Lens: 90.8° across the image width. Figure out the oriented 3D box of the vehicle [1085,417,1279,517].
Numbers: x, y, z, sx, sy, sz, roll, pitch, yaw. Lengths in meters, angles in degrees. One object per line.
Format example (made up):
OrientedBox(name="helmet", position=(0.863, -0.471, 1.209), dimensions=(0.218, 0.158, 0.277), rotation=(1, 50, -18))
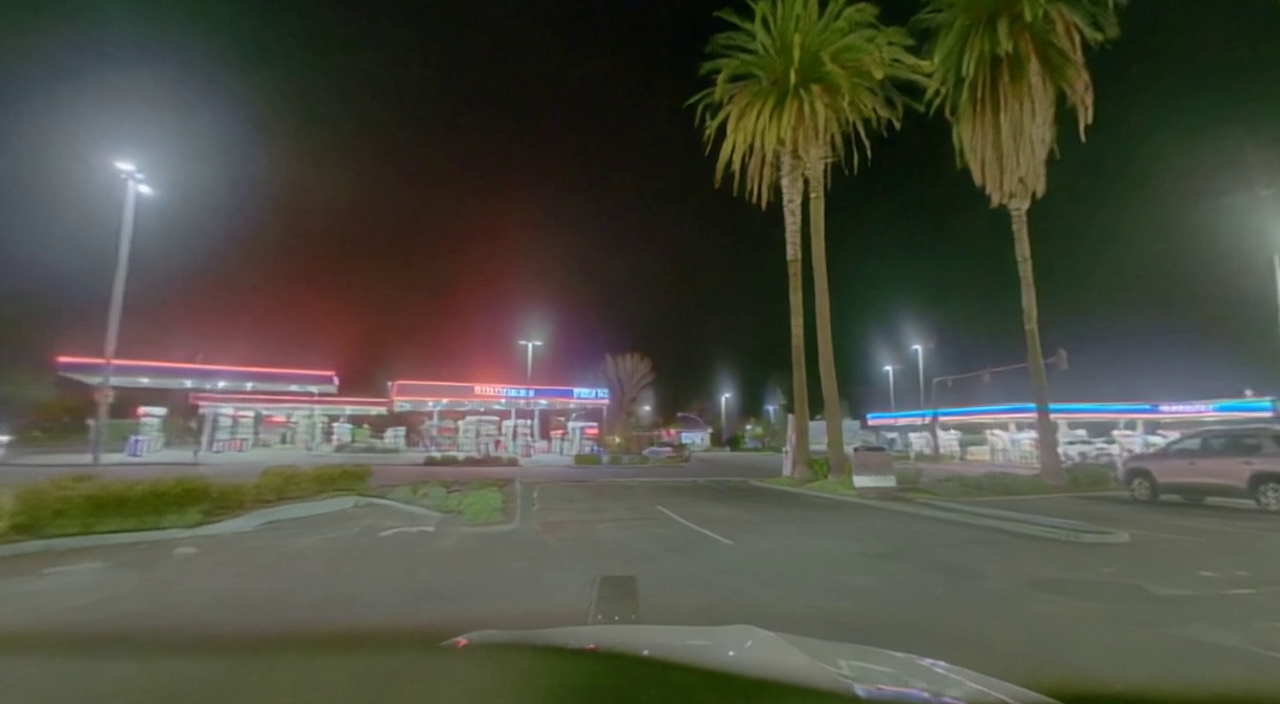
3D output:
OrientedBox(name="vehicle", position=(12.553, 2.382, 13.384), dimensions=(2.028, 1.850, 4.731), rotation=(3, -9, -16))
